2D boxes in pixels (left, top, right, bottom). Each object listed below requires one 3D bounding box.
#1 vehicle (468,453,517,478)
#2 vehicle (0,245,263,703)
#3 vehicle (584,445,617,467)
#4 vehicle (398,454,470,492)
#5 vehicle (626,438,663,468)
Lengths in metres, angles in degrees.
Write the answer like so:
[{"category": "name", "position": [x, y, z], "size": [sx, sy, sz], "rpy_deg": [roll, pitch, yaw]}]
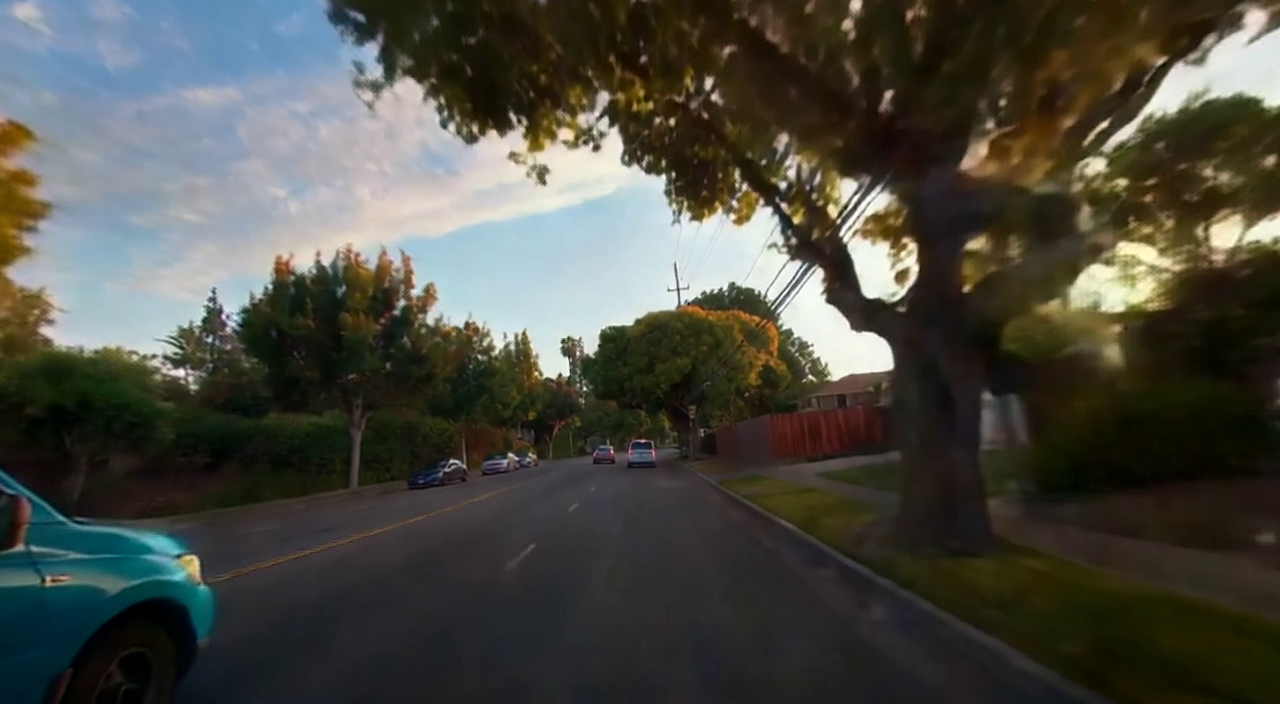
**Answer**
[{"category": "vehicle", "position": [-9.614, 7.392, 41.411], "size": [2.068, 1.480, 4.641], "rpy_deg": [0, -9, 0]}, {"category": "vehicle", "position": [-3.449, 0.487, 0.777], "size": [2.336, 2.152, 5.866], "rpy_deg": [0, -9, 0]}, {"category": "vehicle", "position": [-2.825, 7.579, 46.144], "size": [1.968, 1.472, 4.489], "rpy_deg": [-1, -9, 2]}, {"category": "vehicle", "position": [-9.895, 5.822, 30.598], "size": [1.879, 1.494, 4.445], "rpy_deg": [-5, -9, 1]}, {"category": "vehicle", "position": [0.286, 6.098, 38.128], "size": [2.120, 1.718, 3.909], "rpy_deg": [0, -9, 0]}]
